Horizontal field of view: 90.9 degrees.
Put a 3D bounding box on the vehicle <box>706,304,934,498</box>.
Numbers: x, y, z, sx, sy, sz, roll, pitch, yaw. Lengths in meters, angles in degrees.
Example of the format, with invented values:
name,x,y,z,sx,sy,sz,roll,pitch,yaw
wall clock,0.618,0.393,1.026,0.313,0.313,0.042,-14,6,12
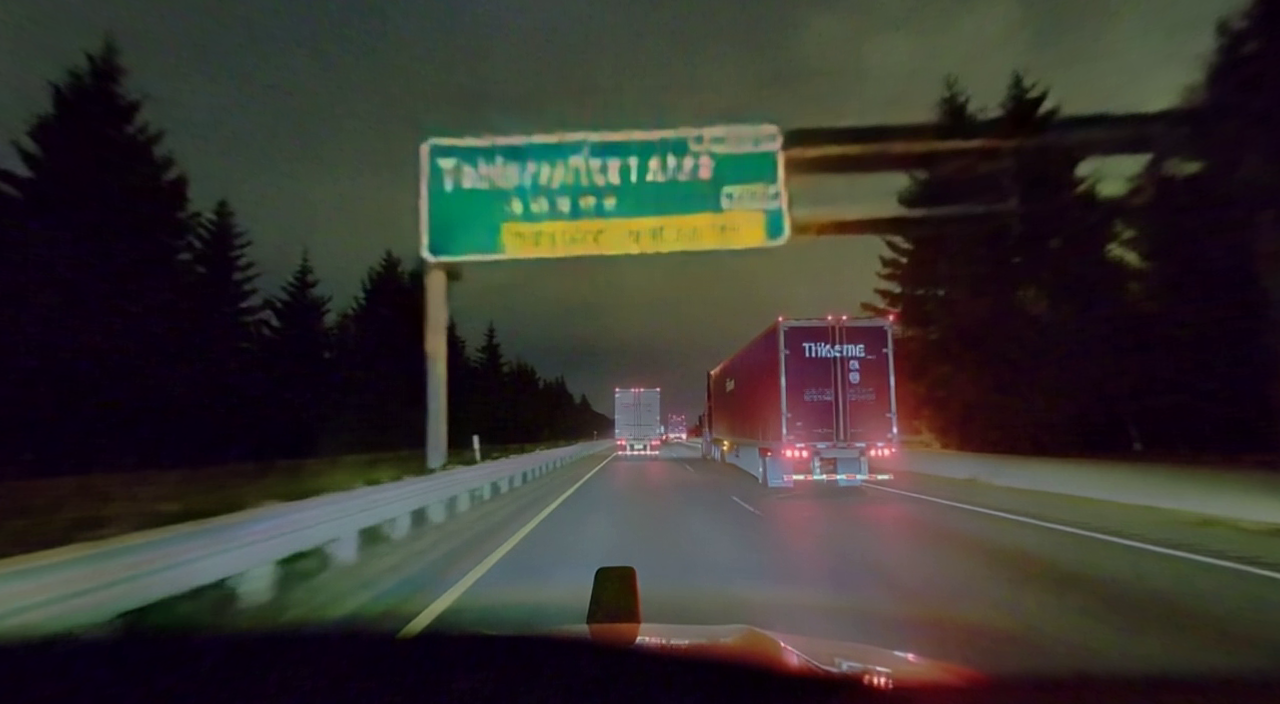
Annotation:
name,x,y,z,sx,sy,sz,roll,pitch,yaw
vehicle,4.562,1.985,20.712,2.856,4.145,14.500,0,-8,-2

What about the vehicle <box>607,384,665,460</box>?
name,x,y,z,sx,sy,sz,roll,pitch,yaw
vehicle,-0.294,4.305,37.809,2.958,3.917,10.196,0,-8,-1
